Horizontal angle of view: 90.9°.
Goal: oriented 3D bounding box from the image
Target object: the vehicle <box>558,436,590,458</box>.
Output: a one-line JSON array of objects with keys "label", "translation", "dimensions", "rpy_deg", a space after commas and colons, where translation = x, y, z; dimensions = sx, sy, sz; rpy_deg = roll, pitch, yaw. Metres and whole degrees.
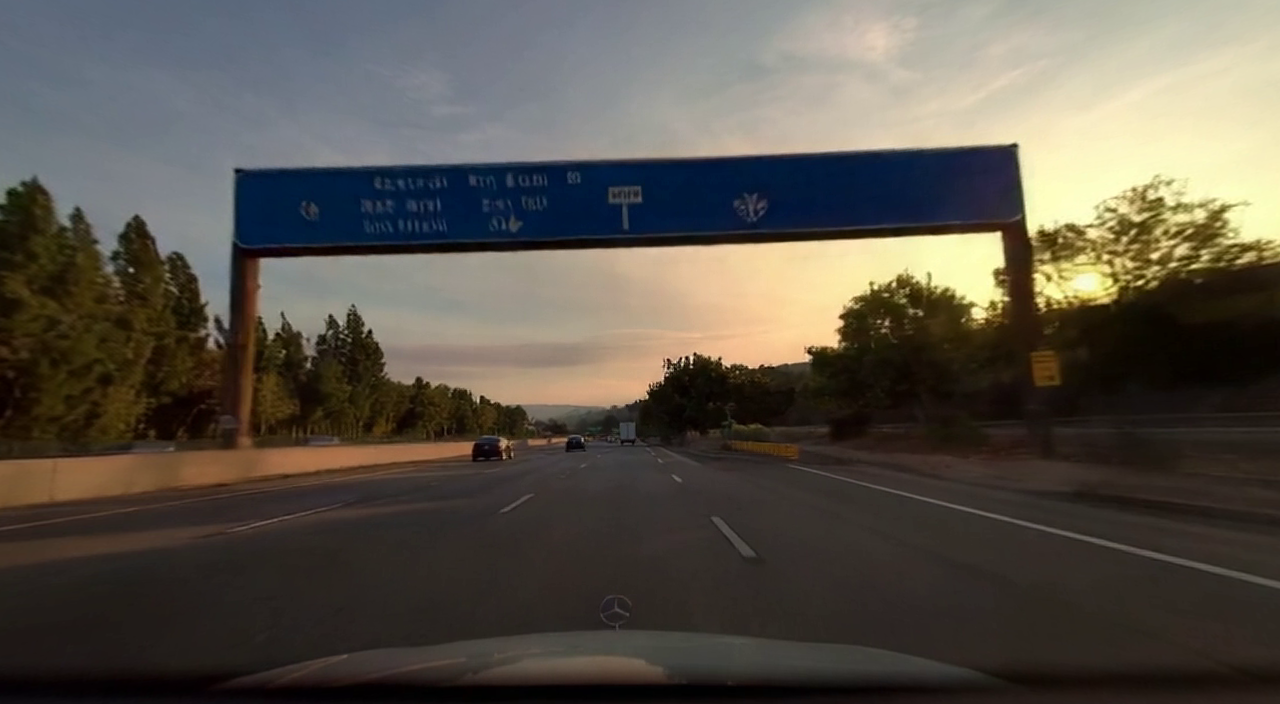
[{"label": "vehicle", "translation": [-4.693, 6.769, 45.182], "dimensions": [1.912, 1.495, 3.703], "rpy_deg": [0, -7, 0]}]

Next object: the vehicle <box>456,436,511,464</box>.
[{"label": "vehicle", "translation": [-8.539, 5.359, 34.753], "dimensions": [1.973, 1.470, 4.270], "rpy_deg": [0, -7, 0]}]
